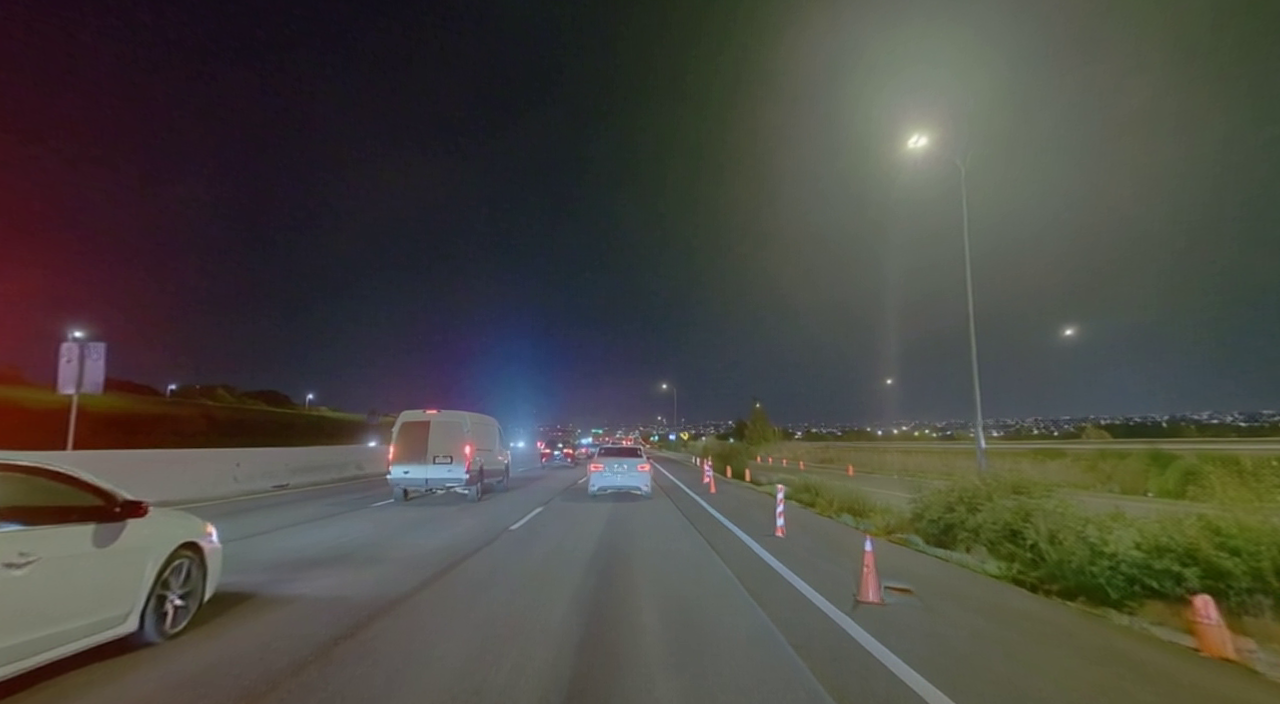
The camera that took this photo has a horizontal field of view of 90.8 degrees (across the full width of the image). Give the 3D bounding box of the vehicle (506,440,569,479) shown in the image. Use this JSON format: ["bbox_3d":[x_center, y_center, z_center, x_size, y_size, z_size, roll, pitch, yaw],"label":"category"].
[{"bbox_3d":[-4.090,4.350,25.740,1.824,1.459,4.007,0,-9,1],"label":"vehicle"}]

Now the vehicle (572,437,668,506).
[{"bbox_3d":[-0.457,2.889,15.718,2.069,1.484,3.918,0,-9,-1],"label":"vehicle"}]

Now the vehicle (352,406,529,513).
[{"bbox_3d":[-4.303,2.472,14.936,2.324,2.012,5.740,0,-9,0],"label":"vehicle"}]

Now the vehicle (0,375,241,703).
[{"bbox_3d":[-3.975,0.842,2.394,2.041,1.604,4.384,0,-9,0],"label":"vehicle"}]
